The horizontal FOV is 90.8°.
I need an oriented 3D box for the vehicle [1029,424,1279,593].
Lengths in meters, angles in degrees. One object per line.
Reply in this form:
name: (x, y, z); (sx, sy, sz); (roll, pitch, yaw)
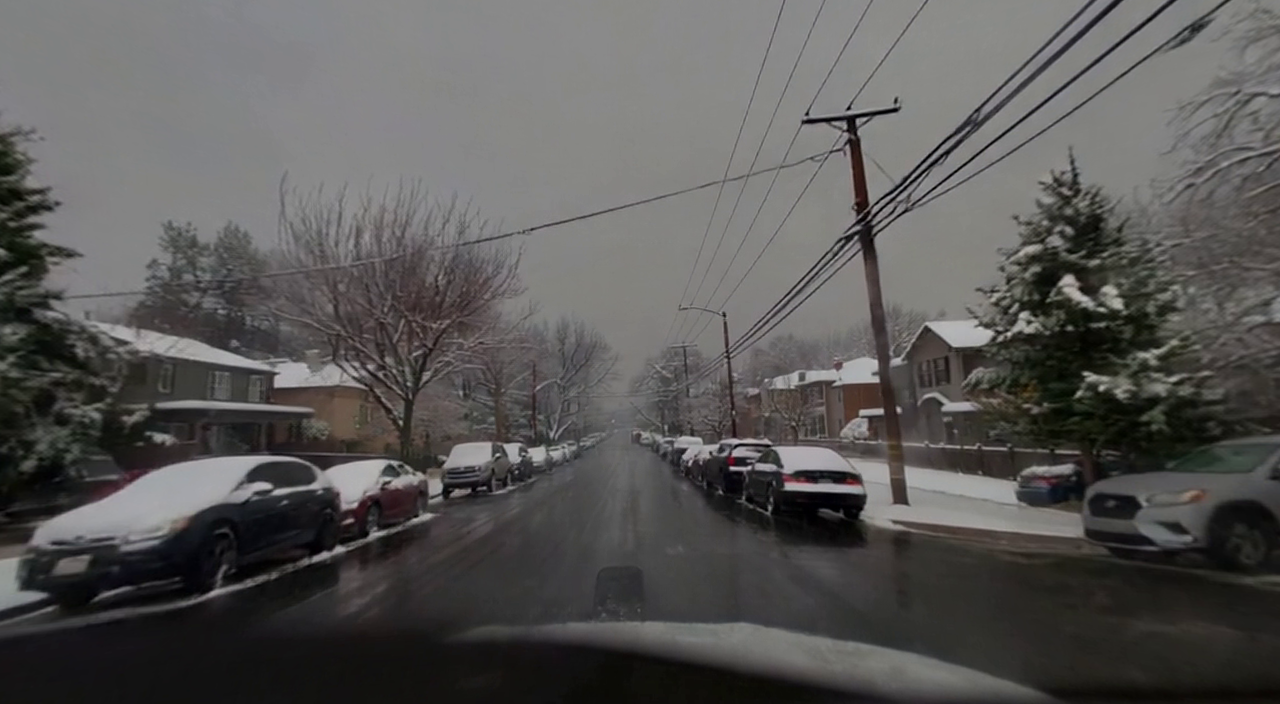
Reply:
vehicle: (7.211, 1.583, 6.875); (4.546, 1.537, 2.076); (0, -8, 1)

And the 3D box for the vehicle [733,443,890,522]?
vehicle: (3.711, 2.901, 14.785); (2.174, 1.504, 4.809); (0, -8, -2)

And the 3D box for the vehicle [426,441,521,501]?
vehicle: (-6.084, 4.372, 23.956); (2.184, 1.958, 5.757); (0, -8, -1)

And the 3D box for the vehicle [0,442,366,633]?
vehicle: (-5.429, 2.022, 8.057); (2.032, 1.716, 4.382); (0, -8, -2)
